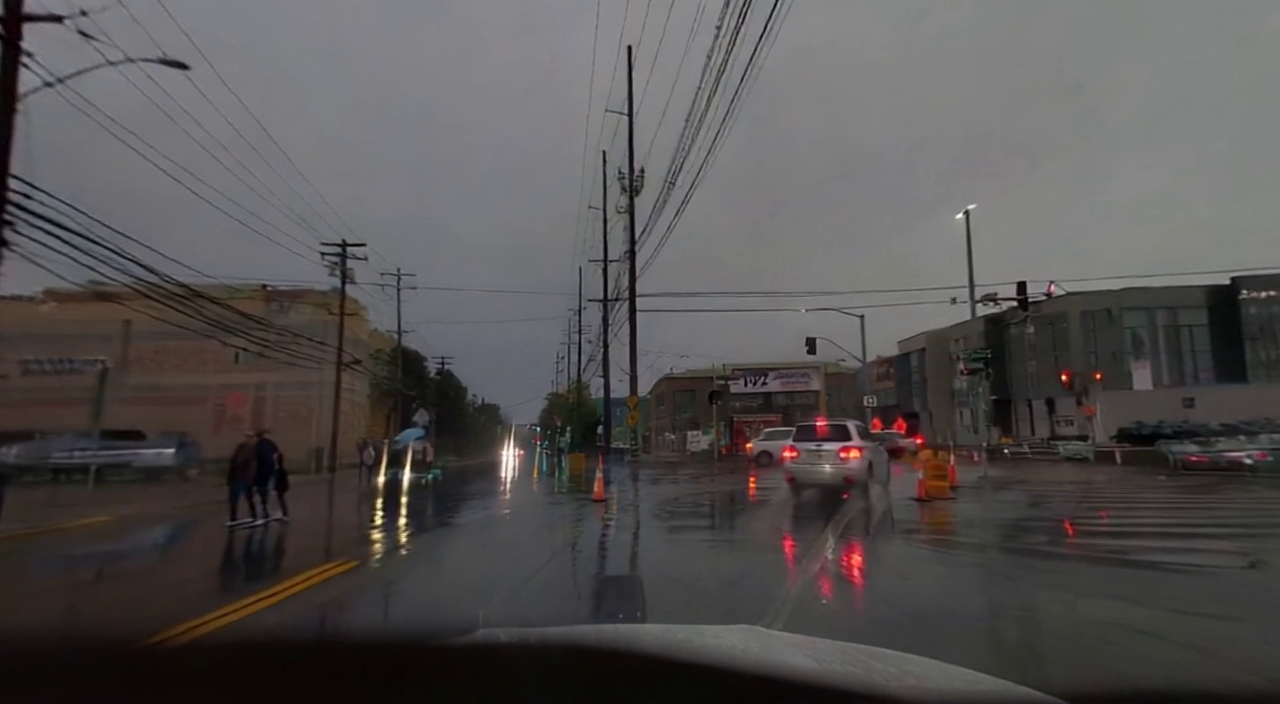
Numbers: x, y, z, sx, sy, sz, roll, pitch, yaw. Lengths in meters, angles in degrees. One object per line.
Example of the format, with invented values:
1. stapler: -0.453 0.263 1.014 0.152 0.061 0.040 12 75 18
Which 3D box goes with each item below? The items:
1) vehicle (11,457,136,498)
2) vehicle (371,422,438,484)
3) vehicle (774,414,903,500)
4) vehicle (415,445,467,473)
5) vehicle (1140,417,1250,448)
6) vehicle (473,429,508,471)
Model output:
1. vehicle: -23.226 5.124 26.144 1.817 1.456 4.079 1 -8 -9
2. vehicle: -11.252 4.831 30.371 2.185 2.644 3.306 -3 -8 -5
3. vehicle: 5.352 2.672 16.504 2.256 1.859 5.118 -5 -9 27
4. vehicle: -13.039 7.016 41.678 2.509 1.731 4.549 1 -8 -8
5. vehicle: 32.321 4.719 36.867 1.937 1.688 4.382 6 -10 -37
6. vehicle: -9.952 6.573 42.416 1.959 2.654 4.078 1 -8 -9
